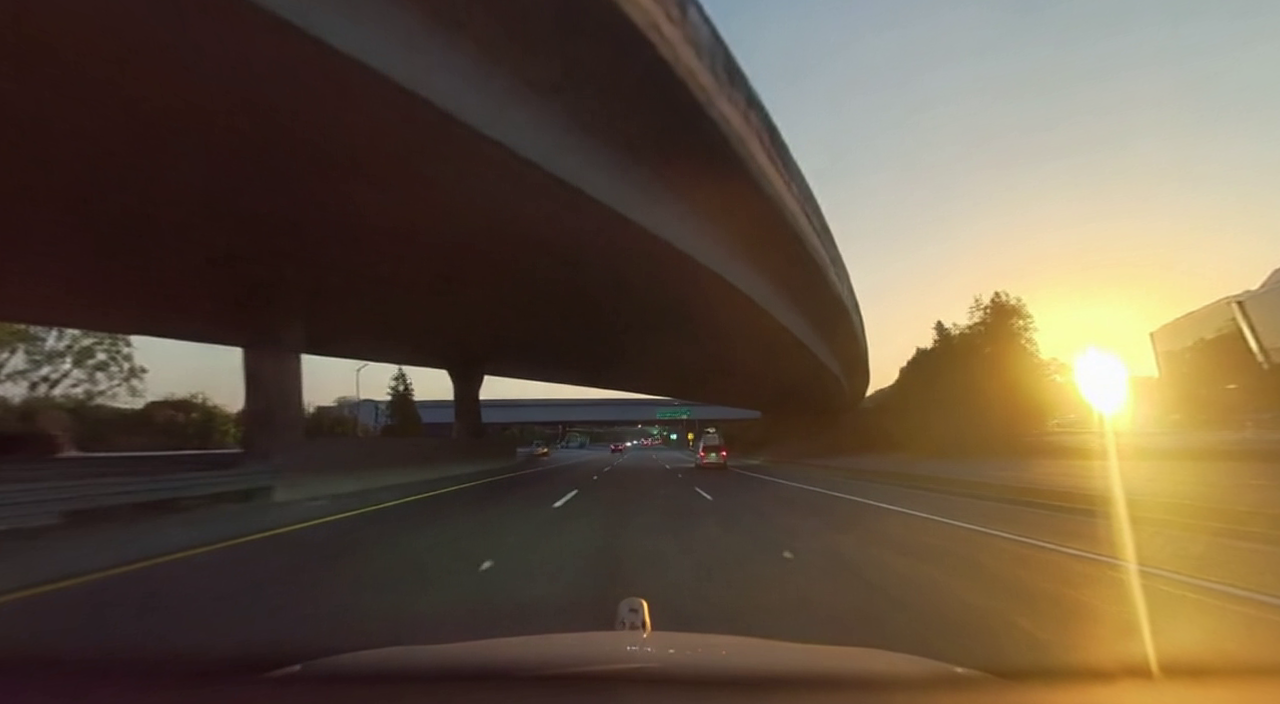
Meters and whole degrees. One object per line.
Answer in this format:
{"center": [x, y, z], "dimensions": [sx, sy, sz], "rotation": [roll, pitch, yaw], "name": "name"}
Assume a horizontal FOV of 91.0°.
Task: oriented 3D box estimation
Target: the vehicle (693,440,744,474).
{"center": [3.925, 5.369, 32.482], "dimensions": [2.085, 1.594, 4.848], "rotation": [0, -8, 1], "name": "vehicle"}
